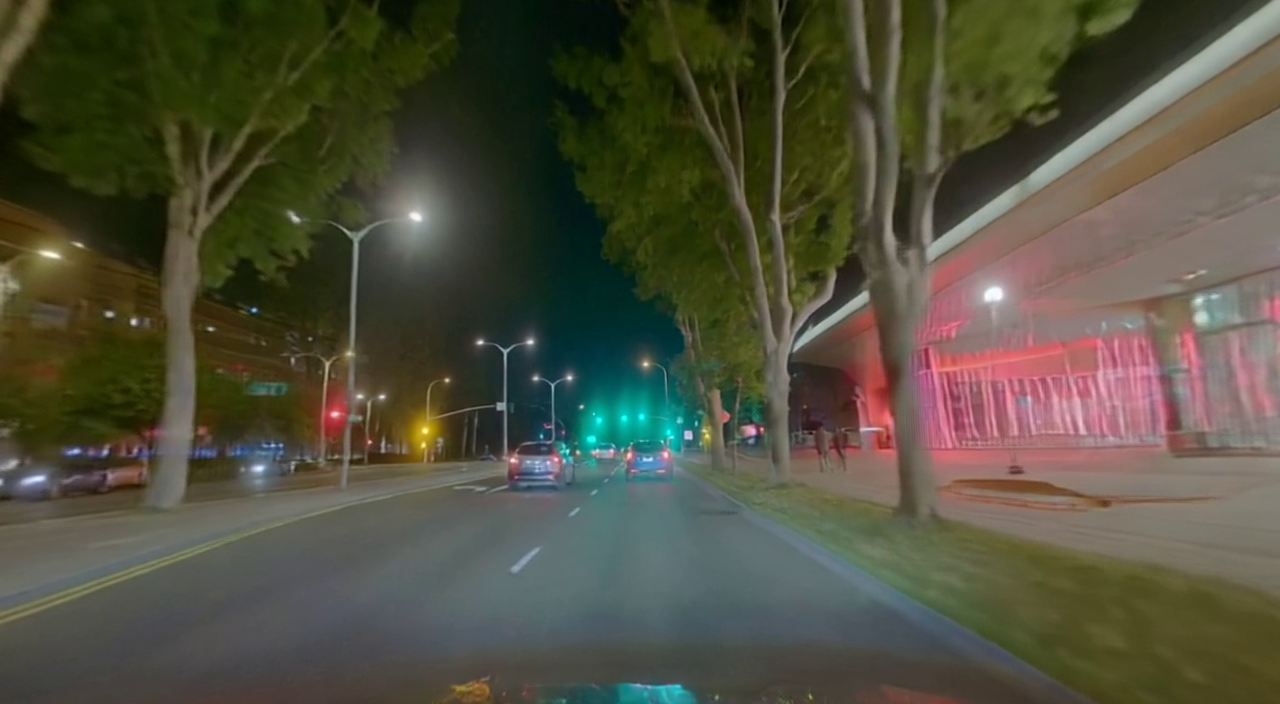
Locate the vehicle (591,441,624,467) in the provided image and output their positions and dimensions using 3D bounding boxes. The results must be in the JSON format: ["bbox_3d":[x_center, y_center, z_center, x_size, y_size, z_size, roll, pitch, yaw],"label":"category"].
[{"bbox_3d":[-2.411,7.686,47.837,2.220,1.847,4.587,0,-8,1],"label":"vehicle"}]

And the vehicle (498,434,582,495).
[{"bbox_3d":[-3.046,3.512,20.002,1.940,1.722,3.823,0,-8,1],"label":"vehicle"}]

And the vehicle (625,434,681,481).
[{"bbox_3d":[0.503,4.259,25.690,2.120,1.758,3.917,0,-8,1],"label":"vehicle"}]

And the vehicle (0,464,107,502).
[{"bbox_3d":[-30.503,6.694,32.559,1.929,1.671,4.597,0,-8,-2],"label":"vehicle"}]
